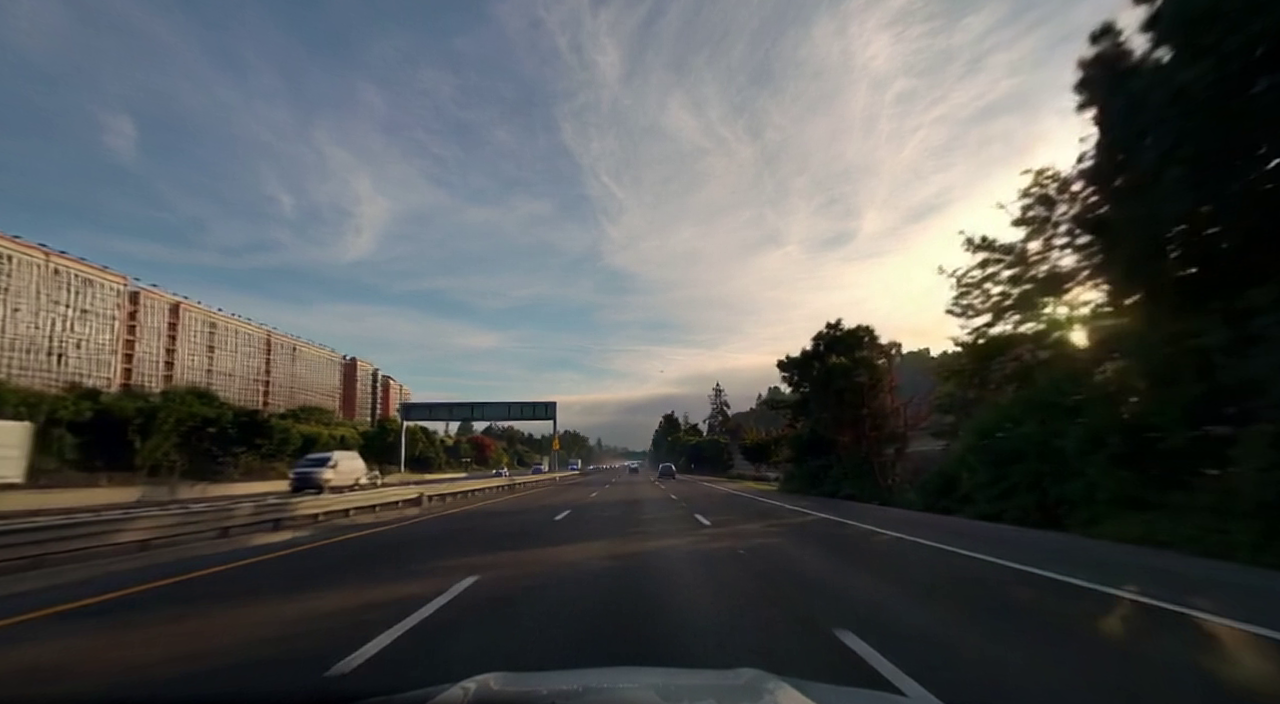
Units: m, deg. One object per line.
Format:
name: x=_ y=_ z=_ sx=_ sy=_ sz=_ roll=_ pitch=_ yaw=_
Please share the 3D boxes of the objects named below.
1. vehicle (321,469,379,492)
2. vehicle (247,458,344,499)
vehicle: x=-20.184 y=8.960 z=44.046 sx=1.849 sy=1.483 sz=4.542 roll=1 pitch=-10 yaw=0
vehicle: x=-16.033 y=5.919 z=29.653 sx=1.941 sy=1.730 sz=4.593 roll=1 pitch=-10 yaw=0
